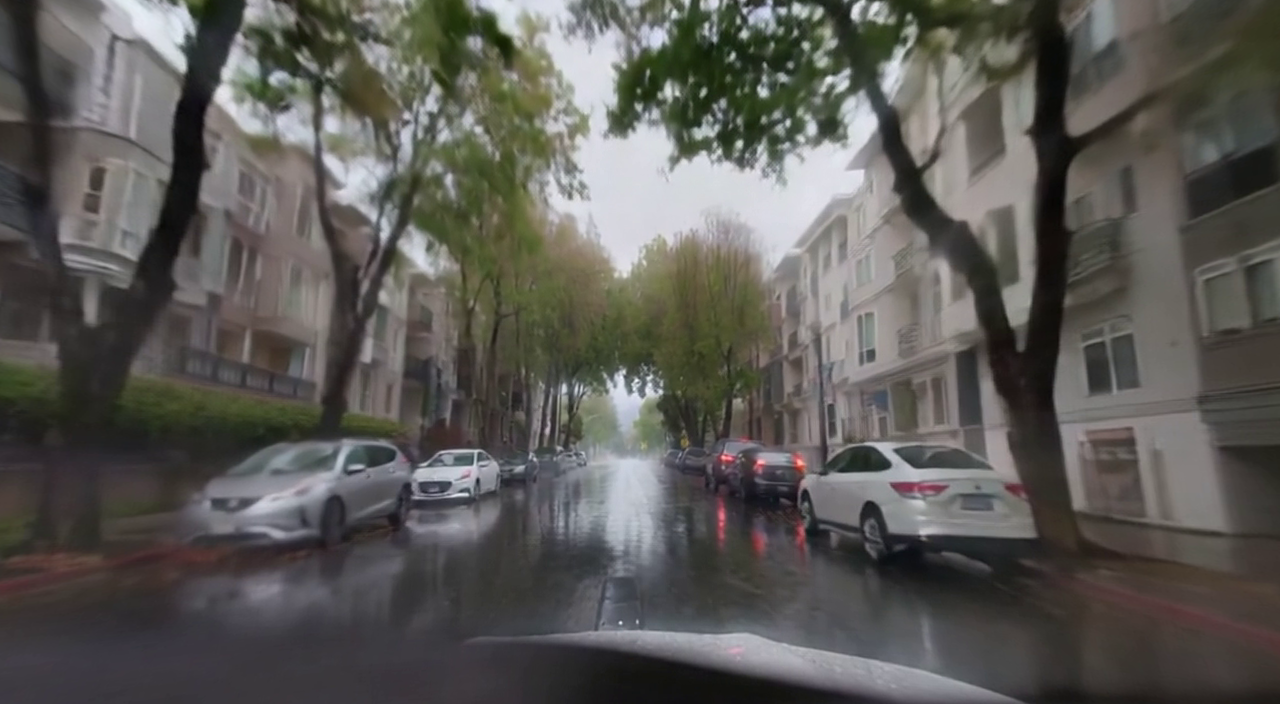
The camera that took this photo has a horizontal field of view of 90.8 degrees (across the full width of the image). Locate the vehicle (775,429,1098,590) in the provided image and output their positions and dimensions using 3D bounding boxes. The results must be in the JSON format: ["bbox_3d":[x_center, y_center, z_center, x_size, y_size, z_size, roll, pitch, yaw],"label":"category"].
[{"bbox_3d":[3.746,2.081,9.375,2.187,1.699,5.038,1,-9,-2],"label":"vehicle"}]

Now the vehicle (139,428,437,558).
[{"bbox_3d":[-5.628,2.308,11.241,2.222,1.735,5.215,0,-9,1],"label":"vehicle"}]

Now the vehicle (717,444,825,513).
[{"bbox_3d":[3.513,3.480,18.026,1.988,1.652,5.017,0,-9,0],"label":"vehicle"}]

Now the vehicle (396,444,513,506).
[{"bbox_3d":[-5.769,3.861,20.474,2.256,1.590,5.488,-3,-8,-2],"label":"vehicle"}]
